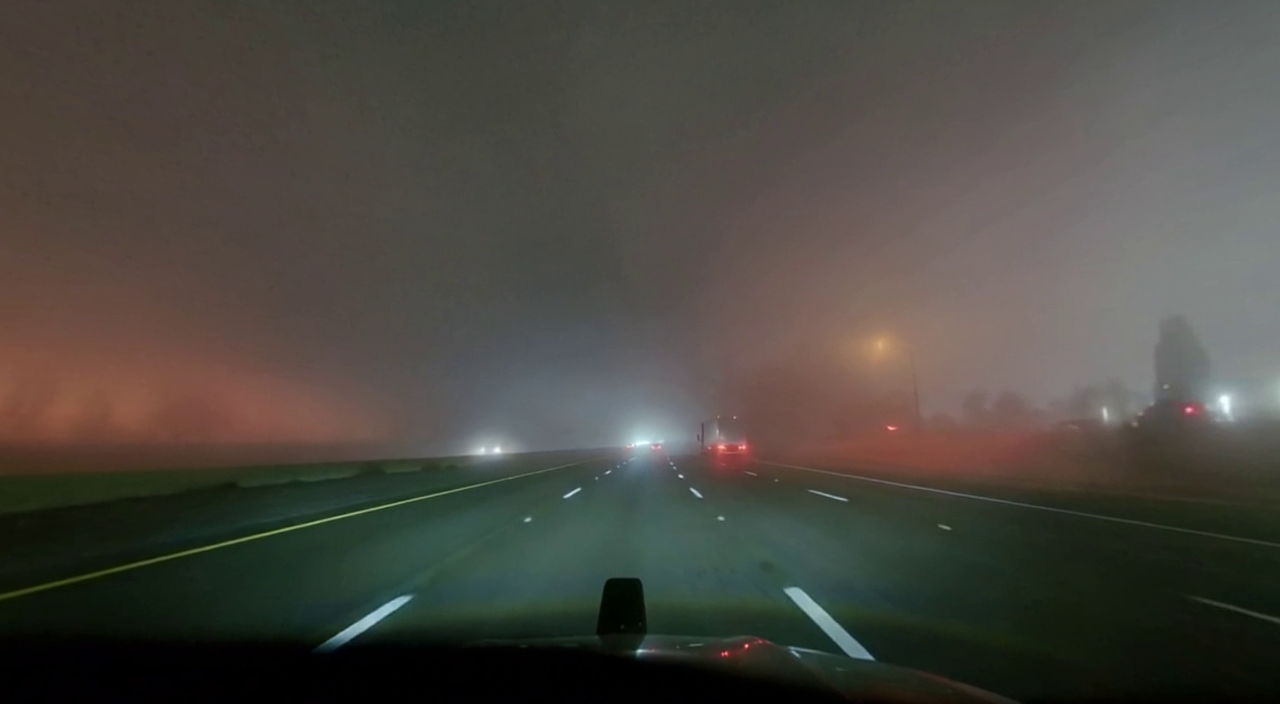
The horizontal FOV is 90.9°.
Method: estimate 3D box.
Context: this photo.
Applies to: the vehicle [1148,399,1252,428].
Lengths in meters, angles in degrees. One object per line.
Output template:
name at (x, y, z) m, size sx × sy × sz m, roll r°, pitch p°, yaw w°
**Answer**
vehicle at (41.843, 4.700, 47.340) m, size 2.205 × 1.861 × 5.602 m, roll 1°, pitch -8°, yaw -8°
